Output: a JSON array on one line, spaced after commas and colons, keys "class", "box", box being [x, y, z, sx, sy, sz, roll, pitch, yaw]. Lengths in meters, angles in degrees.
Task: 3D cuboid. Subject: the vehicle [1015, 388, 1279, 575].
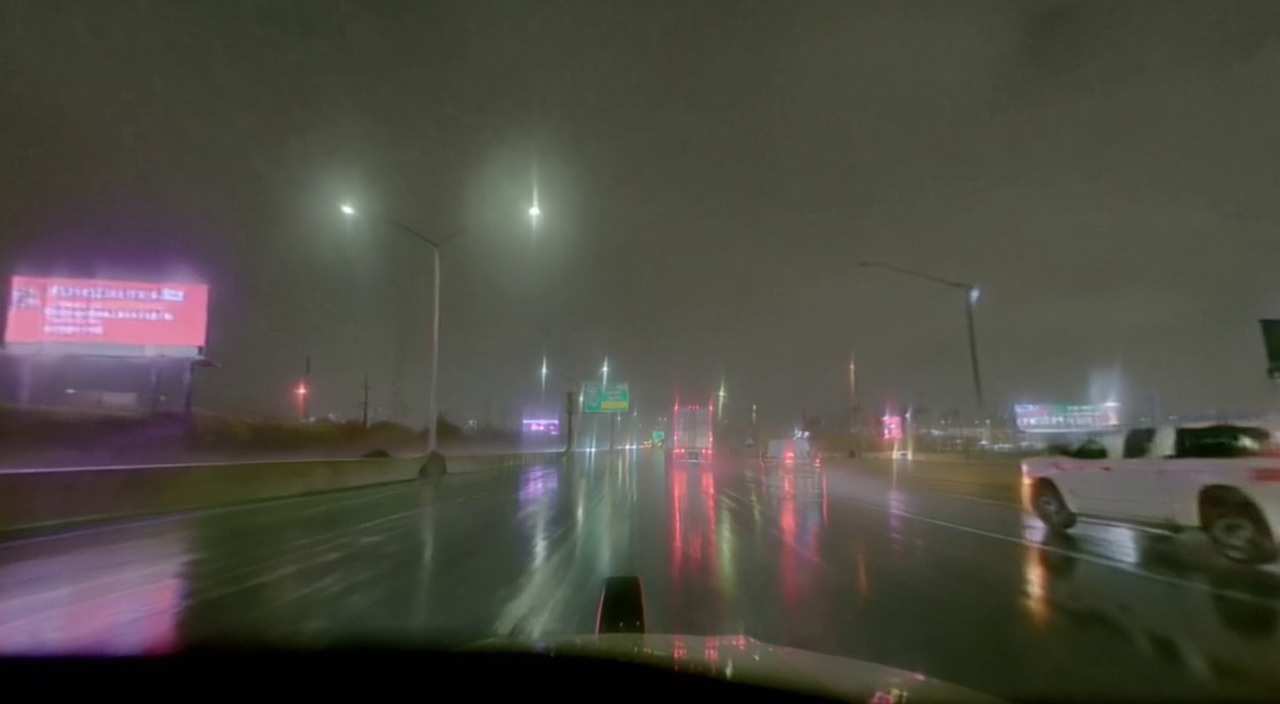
[{"class": "vehicle", "box": [8.002, 1.649, 8.482, 2.544, 1.947, 5.288, 0, -9, -1]}]
